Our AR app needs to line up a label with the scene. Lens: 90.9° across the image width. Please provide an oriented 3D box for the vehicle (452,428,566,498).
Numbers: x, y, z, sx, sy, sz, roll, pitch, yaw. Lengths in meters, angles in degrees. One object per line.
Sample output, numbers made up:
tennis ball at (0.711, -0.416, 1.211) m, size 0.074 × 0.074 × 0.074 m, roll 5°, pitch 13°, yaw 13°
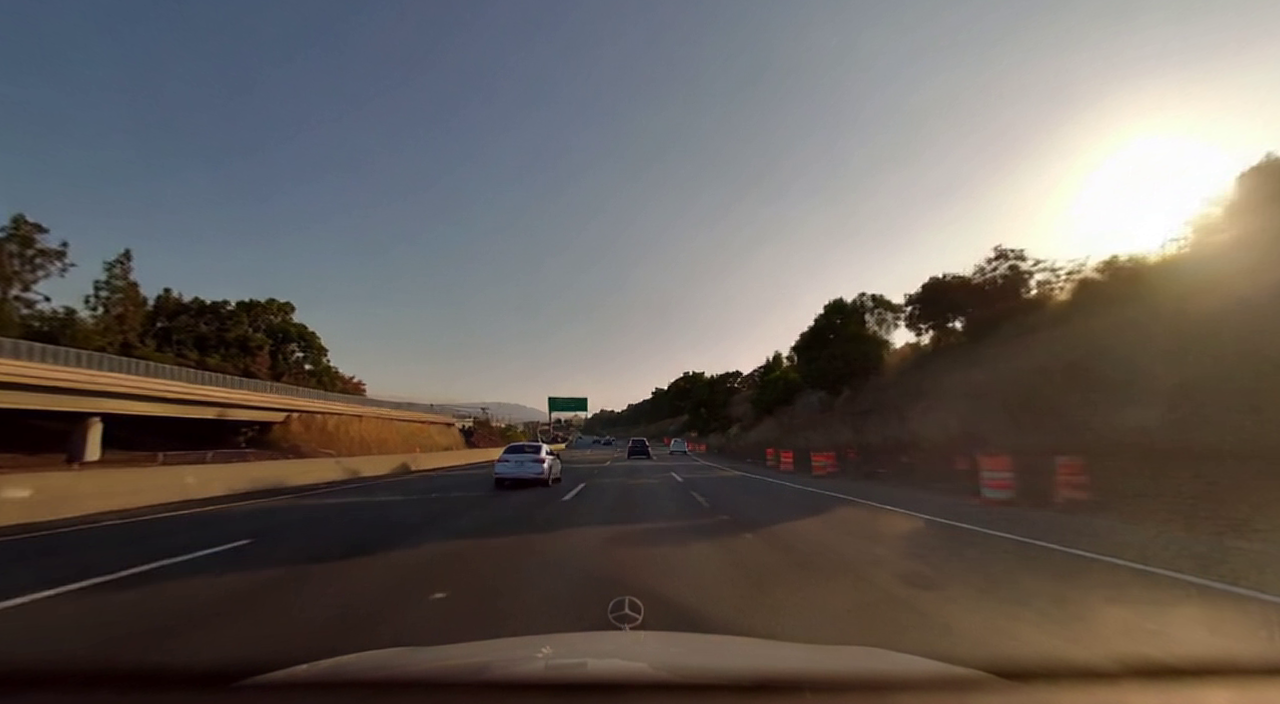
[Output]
vehicle at (-3.437, 3.014, 17.625) m, size 2.114 × 1.650 × 4.730 m, roll 0°, pitch -8°, yaw 1°

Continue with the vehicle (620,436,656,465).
vehicle at (-0.167, 6.533, 42.088) m, size 2.328 × 1.805 × 4.502 m, roll 0°, pitch -8°, yaw -1°
